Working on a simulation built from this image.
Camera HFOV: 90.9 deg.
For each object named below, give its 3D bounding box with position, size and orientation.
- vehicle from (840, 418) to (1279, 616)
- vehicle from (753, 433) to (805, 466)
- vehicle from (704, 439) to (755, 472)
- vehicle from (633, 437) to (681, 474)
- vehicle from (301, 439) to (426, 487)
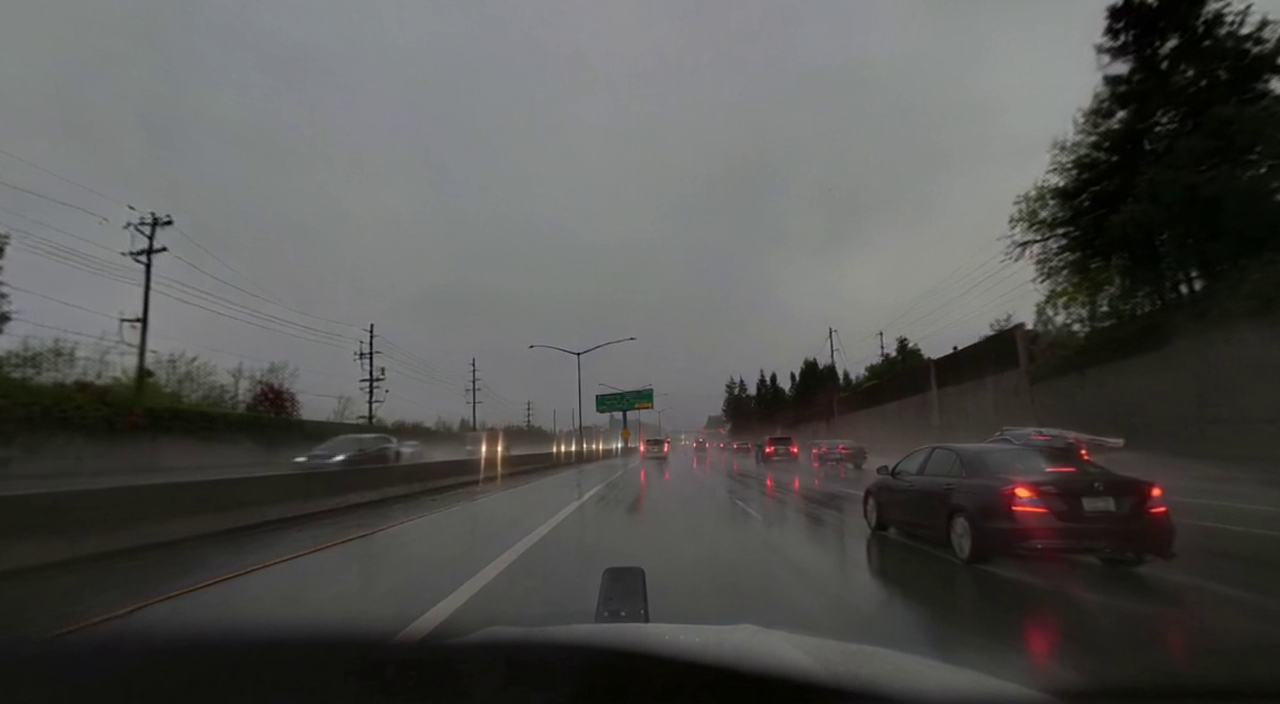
[{"bbox_3d":[3.959,1.571,7.024,1.986,1.478,4.429,0,-8,0],"label":"vehicle"},{"bbox_3d":[8.145,5.734,37.341,2.041,1.821,4.562,0,-8,0],"label":"vehicle"},{"bbox_3d":[4.267,5.023,30.746,1.936,1.465,4.060,0,-8,1],"label":"vehicle"},{"bbox_3d":[0.741,4.728,28.968,2.042,1.581,3.769,0,-8,0],"label":"vehicle"},{"bbox_3d":[-9.587,3.863,22.409,2.108,1.501,4.726,0,-8,3],"label":"vehicle"}]
